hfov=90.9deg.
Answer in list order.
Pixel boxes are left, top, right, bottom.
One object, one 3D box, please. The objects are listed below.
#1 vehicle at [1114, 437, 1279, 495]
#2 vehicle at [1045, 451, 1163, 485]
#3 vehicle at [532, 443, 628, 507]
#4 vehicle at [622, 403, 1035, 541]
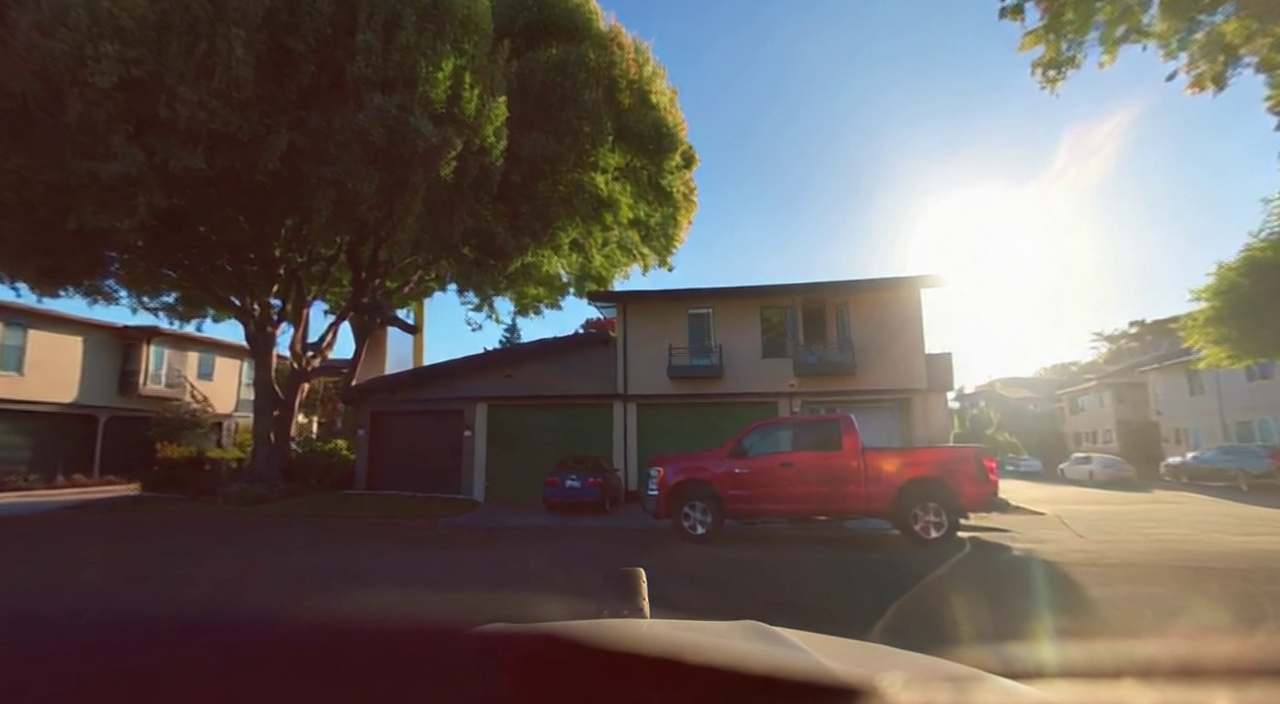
[{"bbox_3d":[18.946,3.742,21.011,4.383,1.784,2.211,-2,-8,9],"label":"vehicle"},{"bbox_3d":[21.027,5.252,28.730,3.897,1.416,1.703,-2,-8,10],"label":"vehicle"},{"bbox_3d":[-1.696,3.623,19.056,1.869,1.460,3.826,-5,-6,10],"label":"vehicle"},{"bbox_3d":[2.670,1.841,10.040,5.600,1.835,2.161,-1,-8,9],"label":"vehicle"}]
